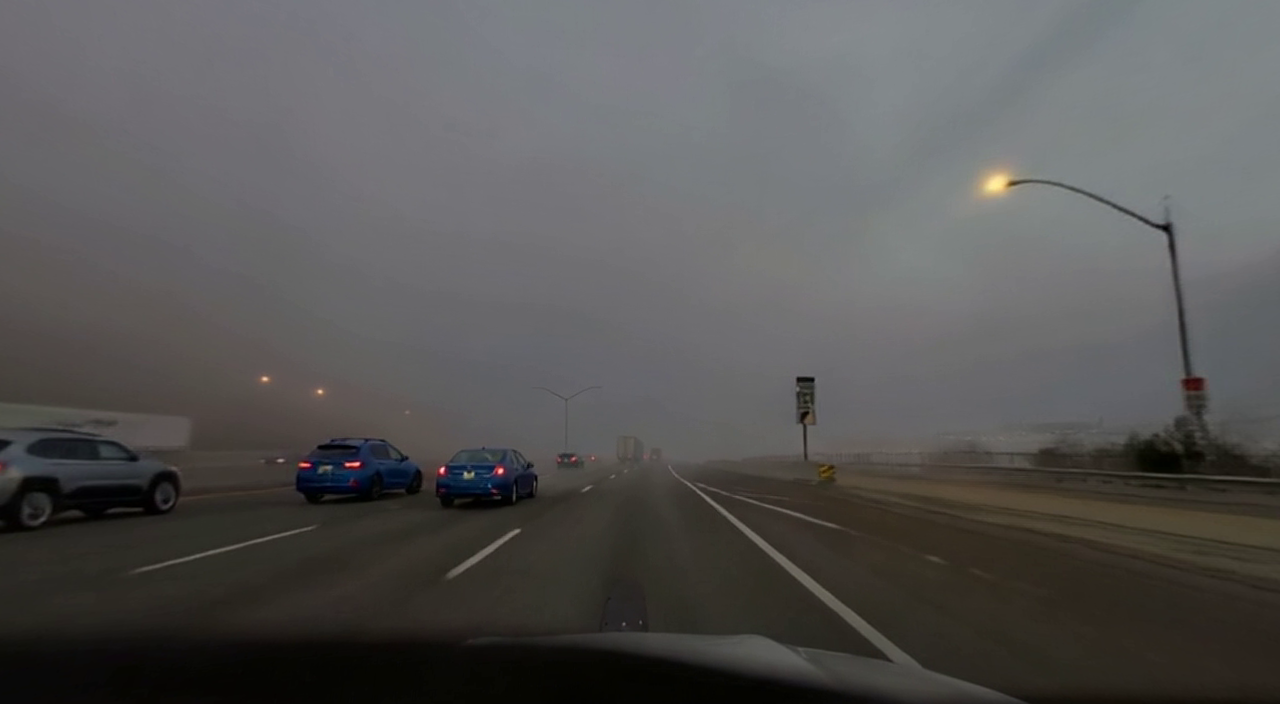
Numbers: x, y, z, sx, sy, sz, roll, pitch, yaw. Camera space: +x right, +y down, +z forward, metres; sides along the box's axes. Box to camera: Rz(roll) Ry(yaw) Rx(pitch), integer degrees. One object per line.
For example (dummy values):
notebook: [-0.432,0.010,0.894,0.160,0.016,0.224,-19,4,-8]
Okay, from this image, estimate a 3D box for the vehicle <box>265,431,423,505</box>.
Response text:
vehicle: [-7.516,2.963,16.587,1.970,1.682,4.297,0,-8,1]

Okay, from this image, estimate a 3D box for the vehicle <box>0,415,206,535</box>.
vehicle: [-10.723,2.140,11.429,2.044,1.810,5.016,0,-8,1]

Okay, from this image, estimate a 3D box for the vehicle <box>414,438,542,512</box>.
vehicle: [-3.649,2.816,14.958,1.953,1.511,3.704,0,-8,1]
